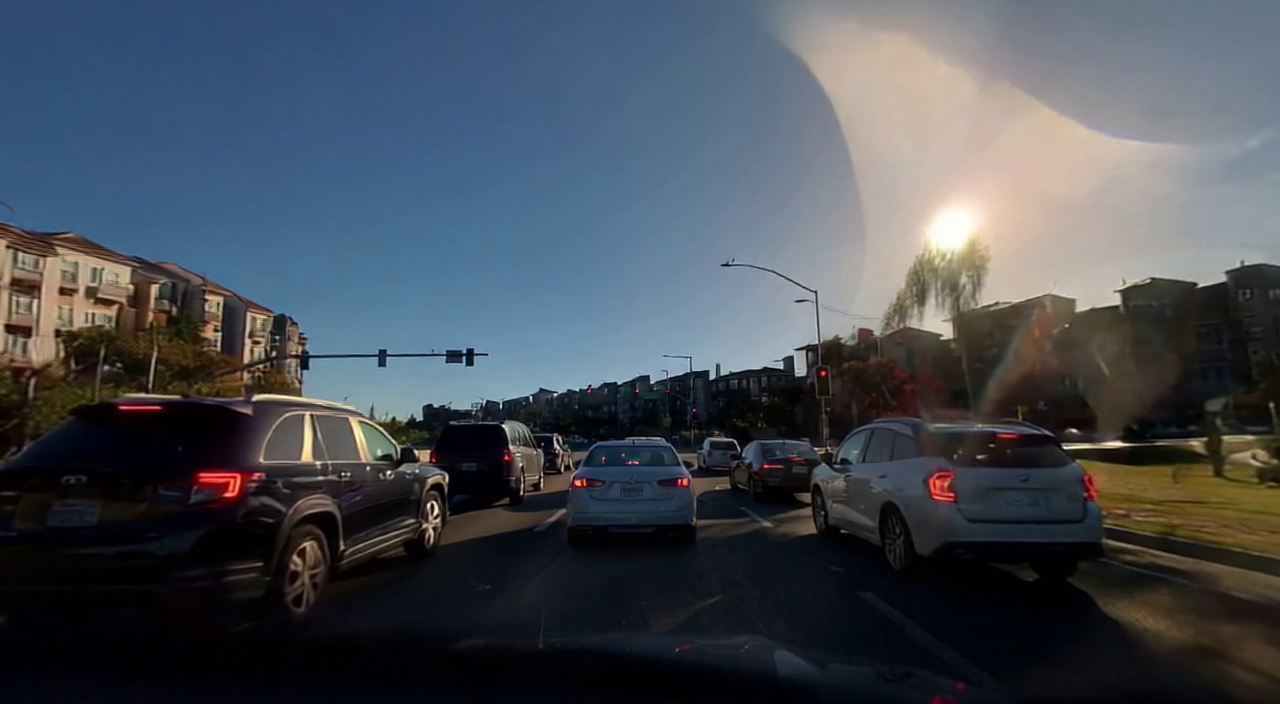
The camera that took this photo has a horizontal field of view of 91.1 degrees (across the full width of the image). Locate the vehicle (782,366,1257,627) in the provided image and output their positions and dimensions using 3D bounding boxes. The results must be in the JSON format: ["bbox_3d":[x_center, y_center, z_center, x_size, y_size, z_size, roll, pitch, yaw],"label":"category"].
[{"bbox_3d":[3.235,1.362,6.874,2.141,1.833,4.704,0,-8,-2],"label":"vehicle"}]

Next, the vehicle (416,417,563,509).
[{"bbox_3d":[-3.213,2.508,14.601,2.117,1.772,4.619,0,-8,2],"label":"vehicle"}]

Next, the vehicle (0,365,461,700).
[{"bbox_3d":[-3.152,1.223,5.409,1.912,1.703,4.261,0,-8,1],"label":"vehicle"}]

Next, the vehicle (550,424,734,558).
[{"bbox_3d":[0.009,1.823,8.906,2.021,1.461,3.862,0,-8,-1],"label":"vehicle"}]
